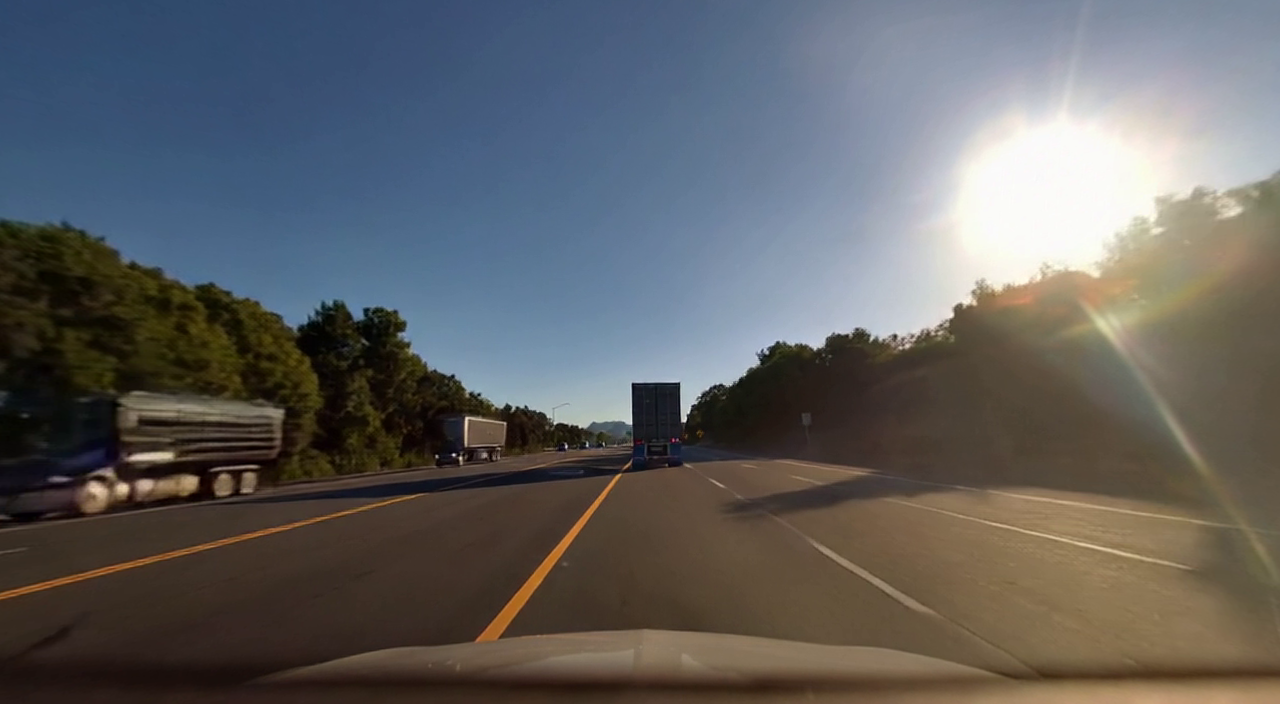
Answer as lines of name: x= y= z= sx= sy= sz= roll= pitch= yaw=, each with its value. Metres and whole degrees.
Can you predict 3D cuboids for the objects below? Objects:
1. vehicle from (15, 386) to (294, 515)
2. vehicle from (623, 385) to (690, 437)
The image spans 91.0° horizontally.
vehicle: x=-14.921 y=3.133 z=20.465 sx=2.777 sy=3.361 sz=7.671 roll=0 pitch=-8 yaw=1
vehicle: x=0.590 y=2.512 z=25.853 sx=2.509 sy=1.890 sz=4.732 roll=0 pitch=-8 yaw=-1
